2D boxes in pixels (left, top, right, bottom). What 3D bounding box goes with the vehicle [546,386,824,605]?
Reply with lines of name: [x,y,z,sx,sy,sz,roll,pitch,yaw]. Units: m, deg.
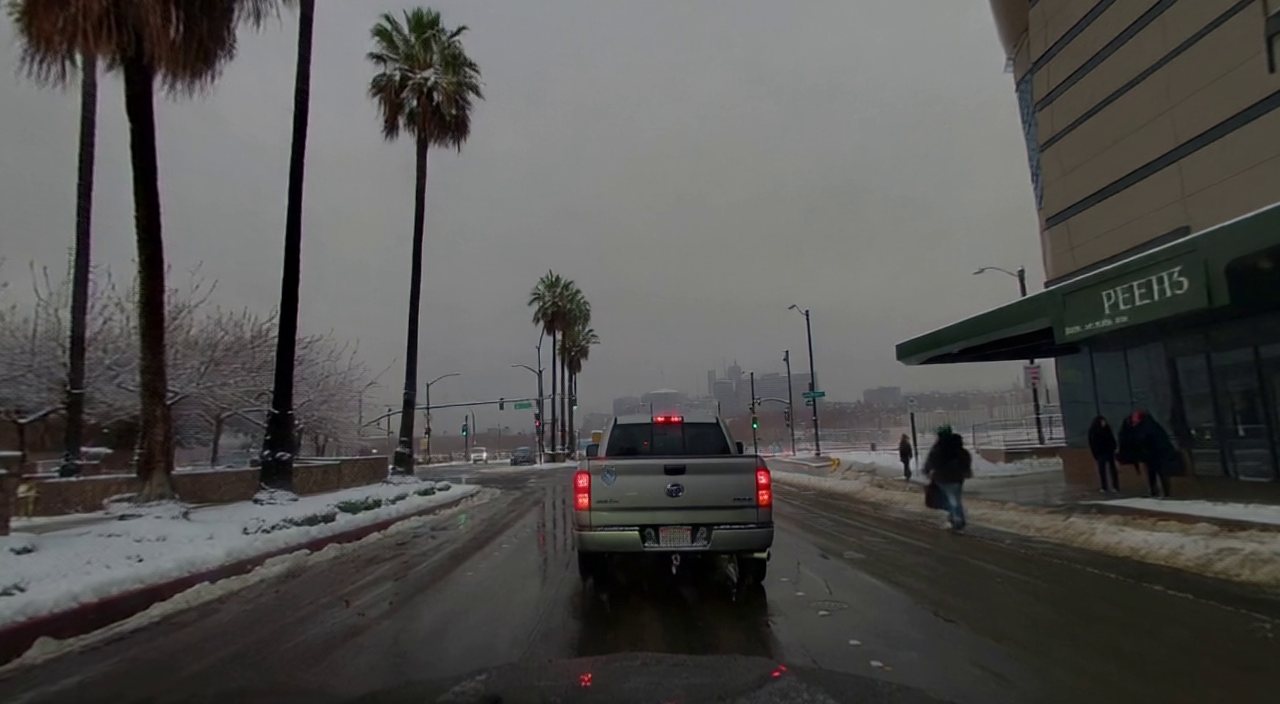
vehicle: [0.403,1.589,7.980,2.311,1.819,5.255,0,-8,1]

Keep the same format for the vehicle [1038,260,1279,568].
vehicle: [7.903,0.871,8.599,2.666,3.345,3.622,-1,-9,7]
